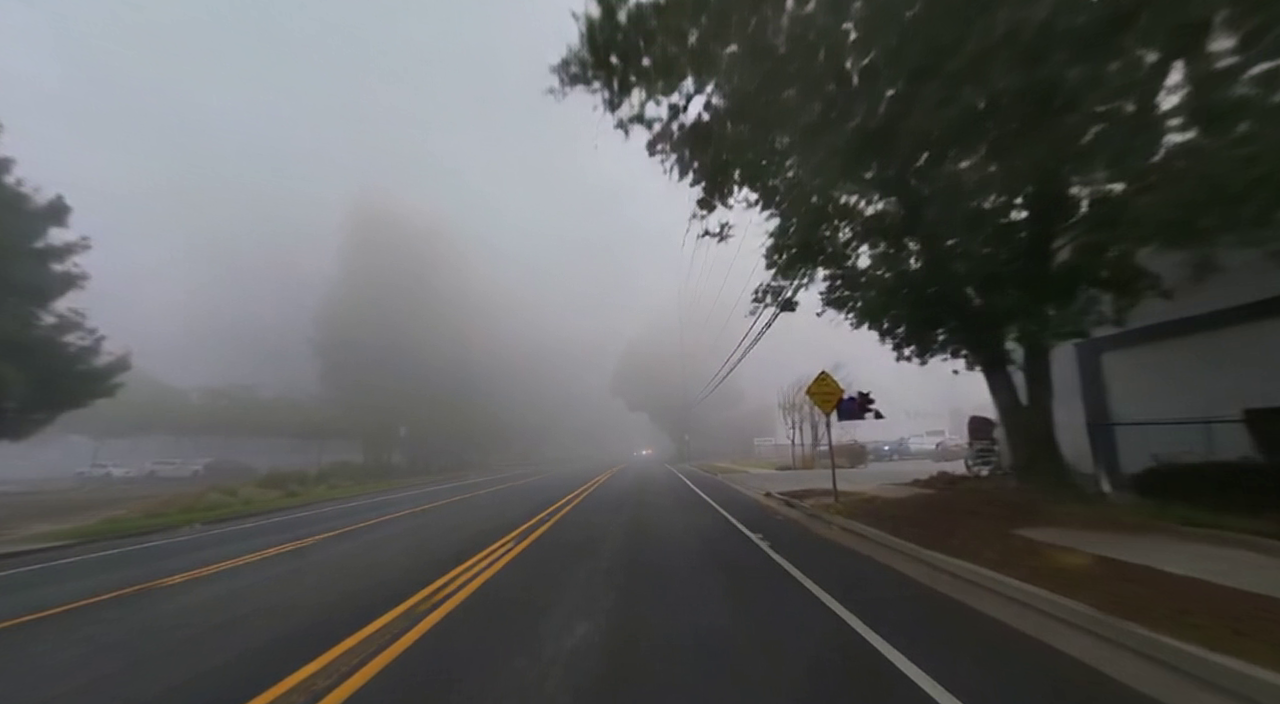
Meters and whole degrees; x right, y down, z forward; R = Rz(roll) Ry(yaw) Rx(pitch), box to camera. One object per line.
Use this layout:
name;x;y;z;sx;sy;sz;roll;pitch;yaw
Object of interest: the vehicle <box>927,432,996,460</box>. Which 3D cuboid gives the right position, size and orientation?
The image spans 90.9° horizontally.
vehicle;18.729;5.501;36.905;1.875;1.440;3.925;-4;-8;-1
